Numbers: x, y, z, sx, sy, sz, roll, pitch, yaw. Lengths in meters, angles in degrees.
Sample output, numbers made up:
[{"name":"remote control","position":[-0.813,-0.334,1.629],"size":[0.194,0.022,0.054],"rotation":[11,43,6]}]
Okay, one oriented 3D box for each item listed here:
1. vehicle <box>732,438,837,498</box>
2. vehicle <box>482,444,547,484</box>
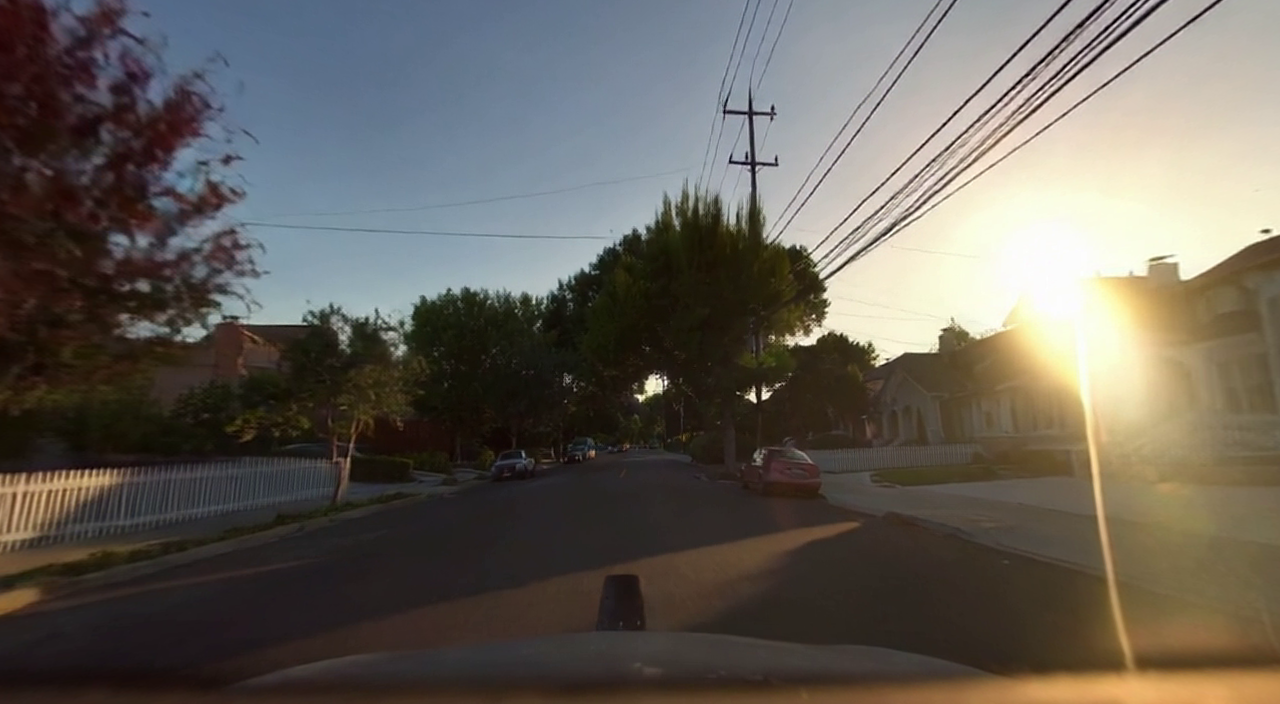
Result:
[{"name":"vehicle","position":[4.150,3.403,18.829],"size":[2.020,1.558,3.925],"rotation":[1,-9,-3]},{"name":"vehicle","position":[-5.827,5.208,29.912],"size":[1.954,1.551,5.128],"rotation":[-3,-7,1]}]
